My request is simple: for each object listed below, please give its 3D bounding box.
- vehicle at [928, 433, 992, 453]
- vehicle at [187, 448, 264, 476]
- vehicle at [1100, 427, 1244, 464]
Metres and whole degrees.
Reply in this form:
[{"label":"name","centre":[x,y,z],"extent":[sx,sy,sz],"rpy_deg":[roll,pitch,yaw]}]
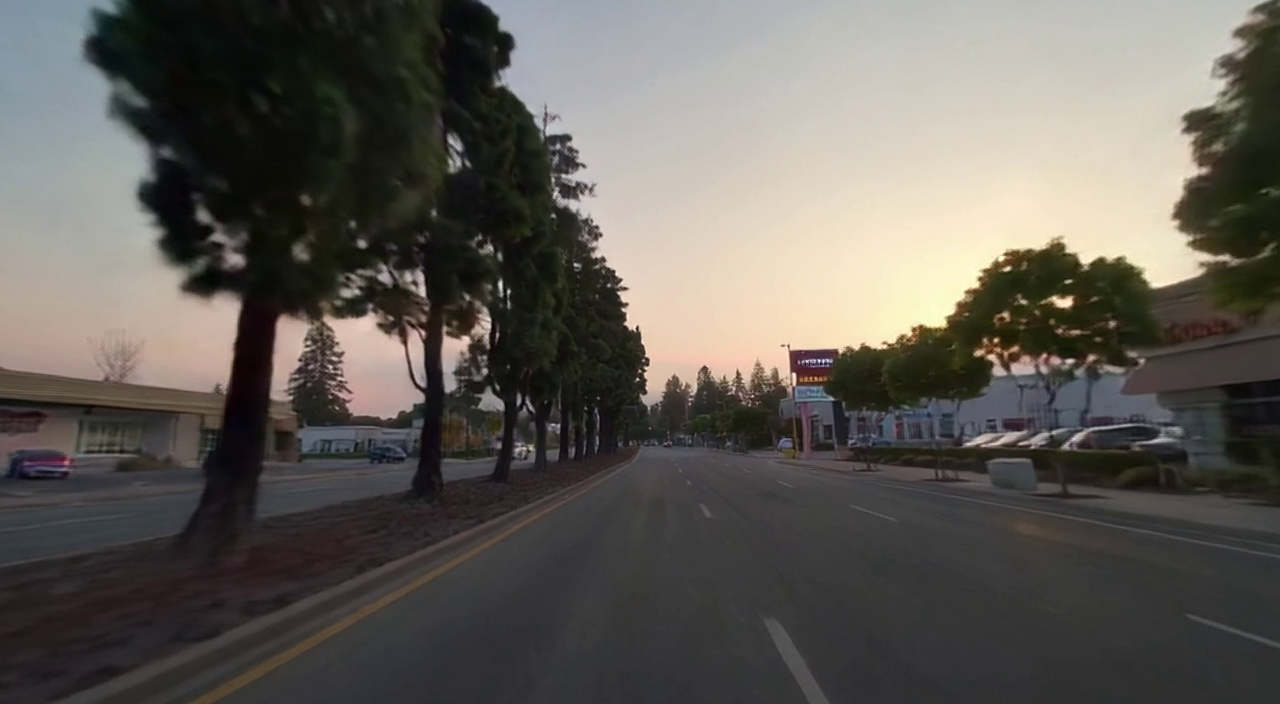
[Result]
[{"label":"vehicle","centre":[22.731,6.477,44.998],"extent":[3.547,1.360,1.951],"rpy_deg":[0,-8,3]},{"label":"vehicle","centre":[-24.469,6.434,37.257],"extent":[4.605,1.509,1.845],"rpy_deg":[-5,-10,31]},{"label":"vehicle","centre":[21.460,3.792,25.620],"extent":[4.095,1.386,1.784],"rpy_deg":[0,-8,3]}]
